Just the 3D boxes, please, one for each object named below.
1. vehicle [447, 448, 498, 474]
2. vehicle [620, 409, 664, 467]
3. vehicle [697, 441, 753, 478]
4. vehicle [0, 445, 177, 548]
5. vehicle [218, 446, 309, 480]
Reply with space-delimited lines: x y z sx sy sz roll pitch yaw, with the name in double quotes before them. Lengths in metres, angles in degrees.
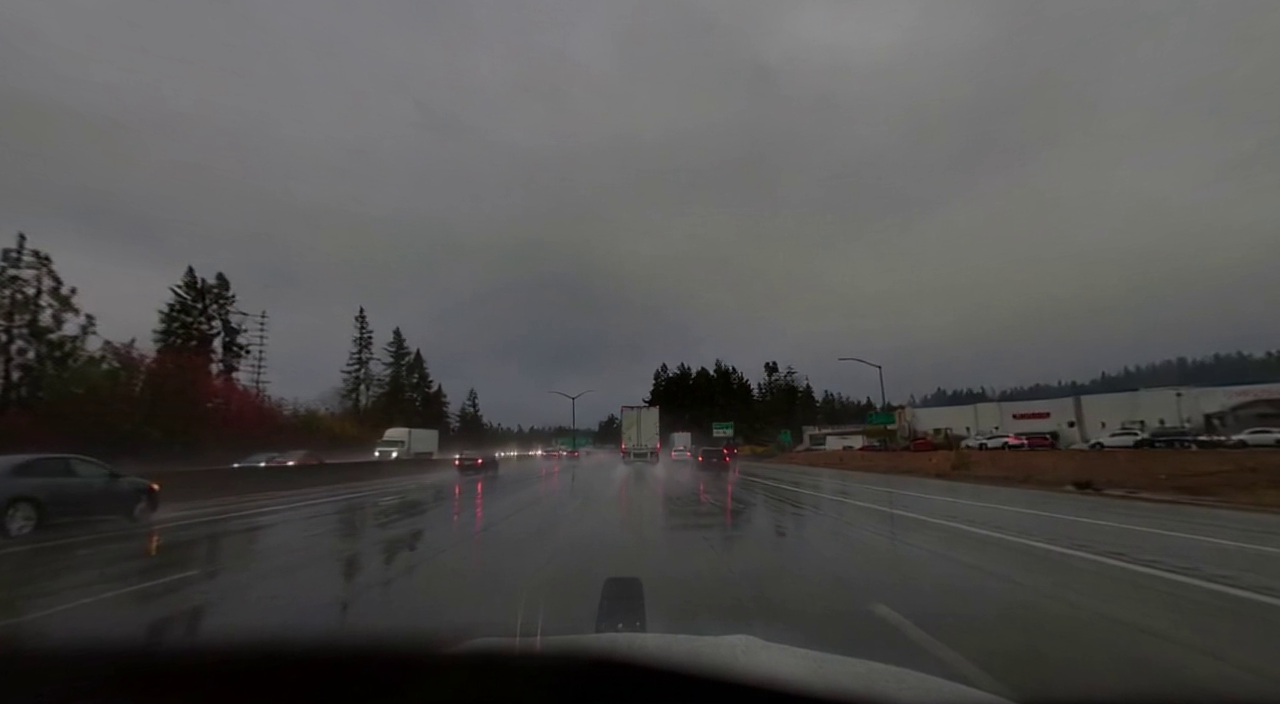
"vehicle" -10.579 6.927 40.167 2.015 1.521 4.550 0 -9 0
"vehicle" 0.315 6.709 48.619 3.012 3.928 10.262 0 -9 2
"vehicle" 4.076 5.271 31.102 2.107 1.707 4.445 0 -9 0
"vehicle" -10.690 2.374 10.756 2.005 1.547 4.635 0 -9 0
"vehicle" -23.668 6.968 39.920 2.313 1.953 5.311 0 -9 2
